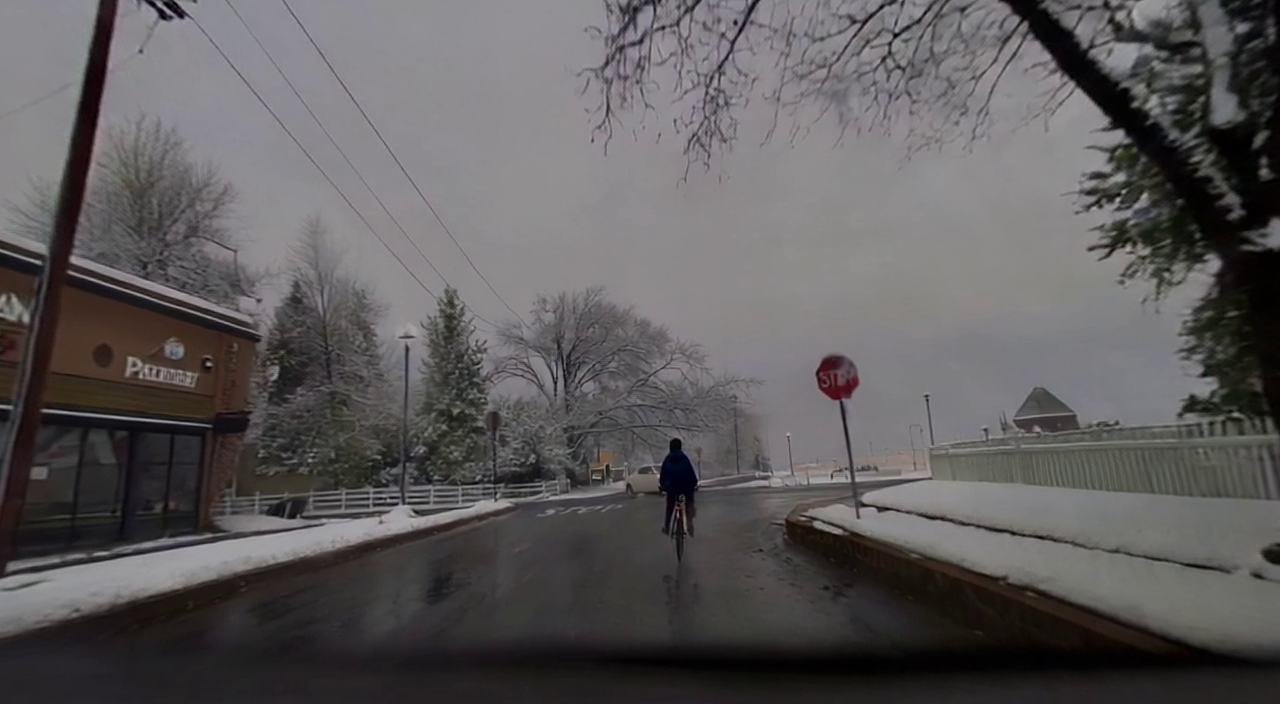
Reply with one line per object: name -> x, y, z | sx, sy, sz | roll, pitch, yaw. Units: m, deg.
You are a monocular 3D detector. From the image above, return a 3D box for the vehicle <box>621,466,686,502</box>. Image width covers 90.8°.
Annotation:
vehicle -> 0.562, 6.563, 31.877 | 2.112, 1.479, 5.323 | 2, -9, -12
